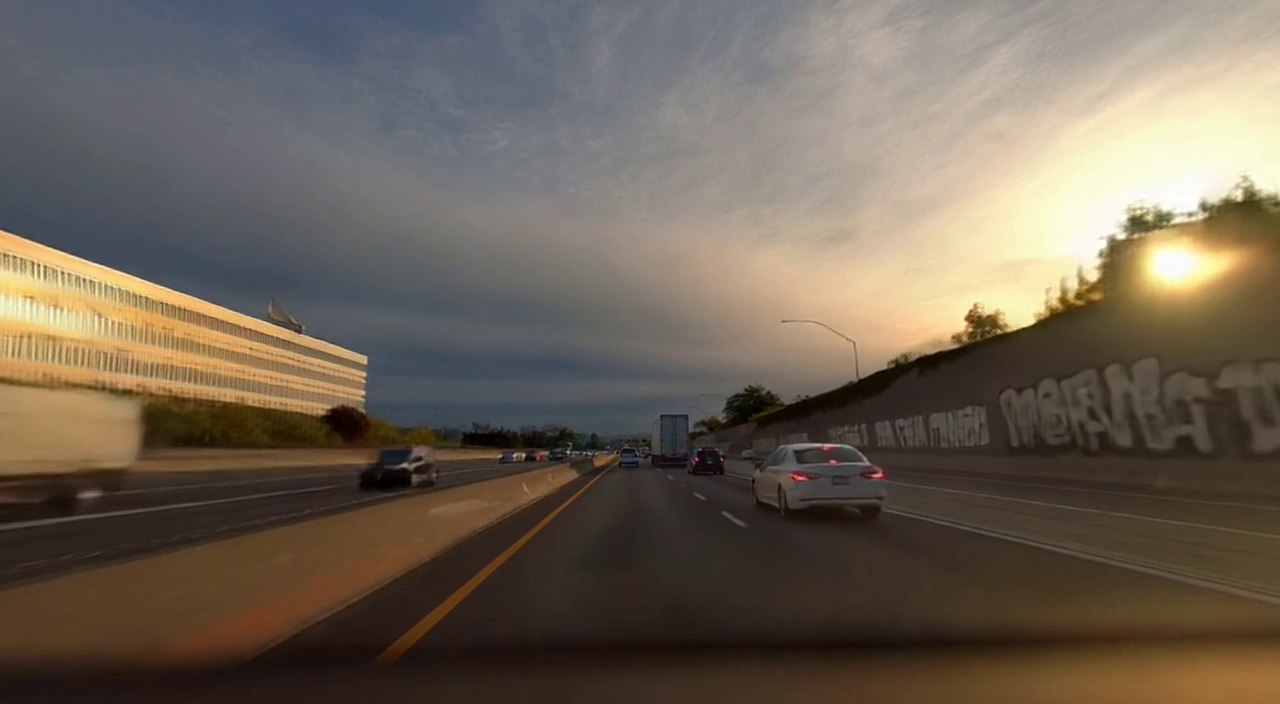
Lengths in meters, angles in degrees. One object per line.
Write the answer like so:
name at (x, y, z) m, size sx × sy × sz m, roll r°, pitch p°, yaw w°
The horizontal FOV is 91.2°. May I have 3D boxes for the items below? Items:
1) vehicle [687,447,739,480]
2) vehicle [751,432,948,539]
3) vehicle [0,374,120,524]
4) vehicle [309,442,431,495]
vehicle at (3.730, 5.794, 32.913) m, size 2.085 × 1.588 × 4.436 m, roll 0°, pitch -9°, yaw -2°
vehicle at (3.600, 2.395, 11.908) m, size 2.045 × 1.605 × 4.674 m, roll 0°, pitch -9°, yaw -1°
vehicle at (-12.027, 1.521, 9.783) m, size 2.373 × 2.502 × 6.255 m, roll 0°, pitch -9°, yaw 0°
vehicle at (-8.756, 3.806, 20.861) m, size 1.965 × 1.527 × 4.704 m, roll 0°, pitch -9°, yaw 0°
